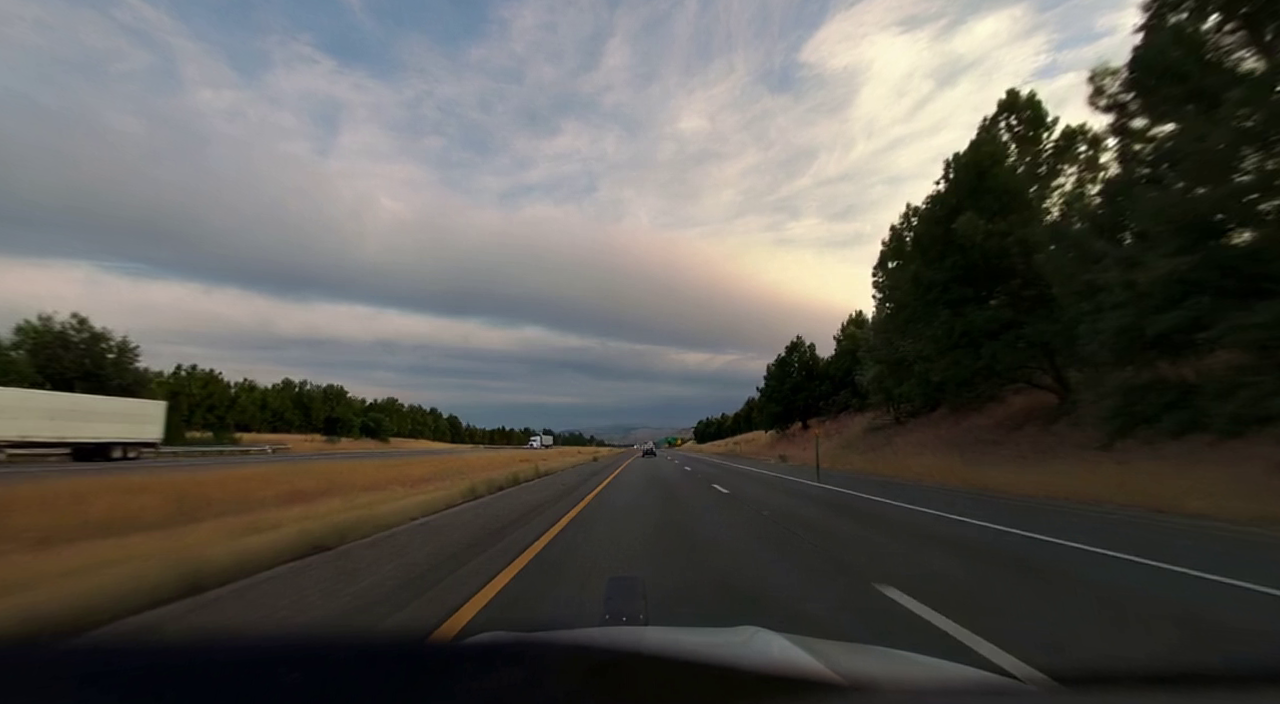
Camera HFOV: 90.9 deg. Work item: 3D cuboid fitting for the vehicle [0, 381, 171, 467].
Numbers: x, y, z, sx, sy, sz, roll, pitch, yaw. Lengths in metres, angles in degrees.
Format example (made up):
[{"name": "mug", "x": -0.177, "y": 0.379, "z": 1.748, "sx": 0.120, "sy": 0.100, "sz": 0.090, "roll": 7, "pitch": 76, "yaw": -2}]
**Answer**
[{"name": "vehicle", "x": -32.414, "y": 3.965, "z": 33.700, "sx": 2.862, "sy": 4.105, "sz": 15.410, "roll": 0, "pitch": -8, "yaw": 0}]
